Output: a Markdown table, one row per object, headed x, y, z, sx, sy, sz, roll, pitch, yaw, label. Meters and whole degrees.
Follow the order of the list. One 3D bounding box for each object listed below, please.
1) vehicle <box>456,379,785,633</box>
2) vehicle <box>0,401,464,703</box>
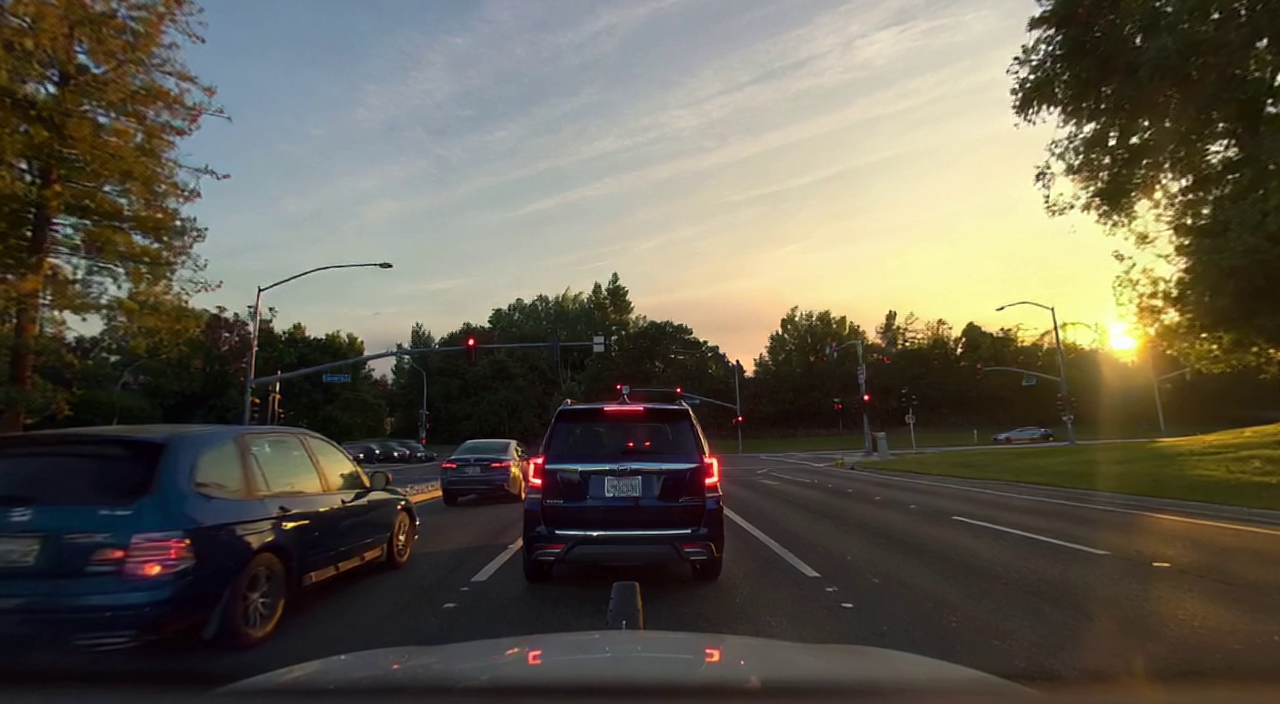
| x | y | z | sx | sy | sz | roll | pitch | yaw | label |
| --- | --- | --- | --- | --- | --- | --- | --- | --- | --- |
| -0.166 | 1.380 | 6.573 | 2.298 | 1.770 | 4.138 | 0 | -8 | -1 | vehicle |
| -3.308 | 1.362 | 5.552 | 2.061 | 1.504 | 5.142 | 0 | -8 | 0 | vehicle |
